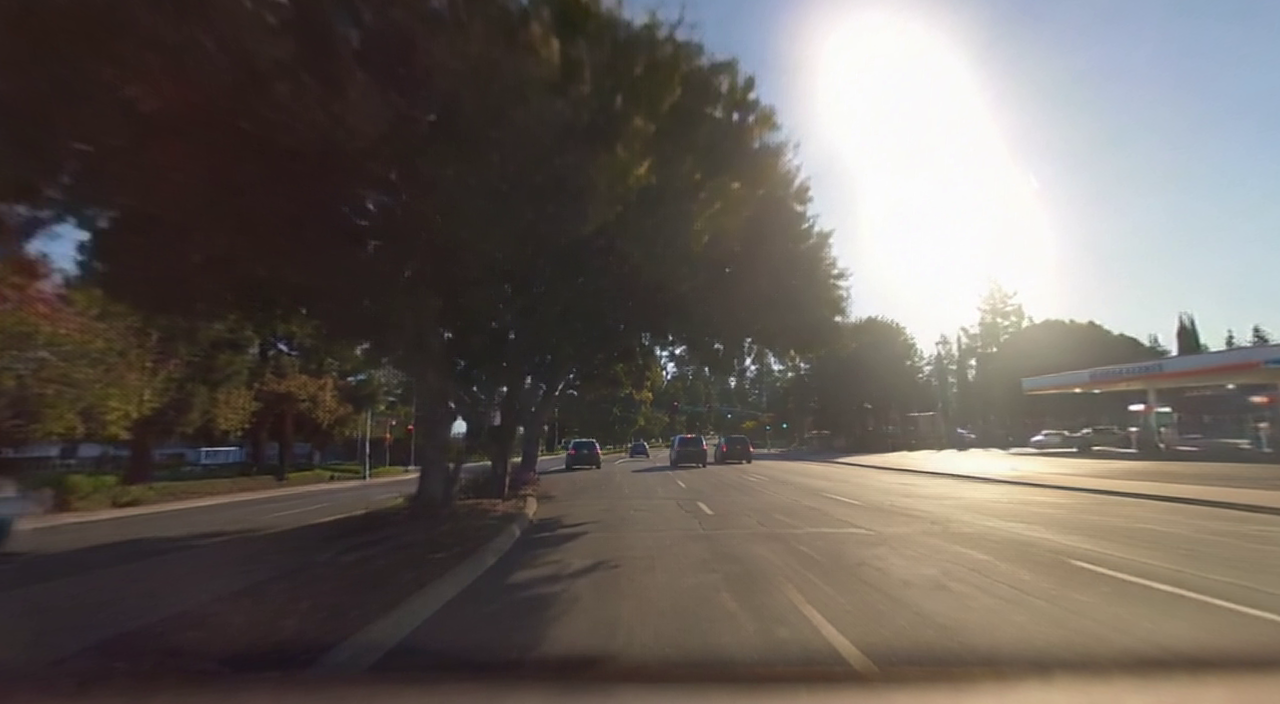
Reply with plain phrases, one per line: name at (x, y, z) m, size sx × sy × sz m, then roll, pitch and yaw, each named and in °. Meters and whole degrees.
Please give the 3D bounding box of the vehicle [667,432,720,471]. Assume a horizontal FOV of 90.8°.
vehicle at (2.631, 5.016, 32.100) m, size 2.140 × 1.800 × 4.660 m, roll 0°, pitch -8°, yaw -1°

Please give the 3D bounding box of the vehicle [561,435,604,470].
vehicle at (-3.233, 5.748, 36.324) m, size 2.261 × 1.820 × 4.255 m, roll 0°, pitch -8°, yaw -3°

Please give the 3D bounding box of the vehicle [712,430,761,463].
vehicle at (6.902, 6.851, 45.865) m, size 2.510 × 2.176 × 5.527 m, roll 0°, pitch -8°, yaw -2°

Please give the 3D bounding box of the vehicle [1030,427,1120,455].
vehicle at (24.241, 5.023, 35.418) m, size 1.805 × 1.460 × 4.326 m, roll 0°, pitch -8°, yaw -2°
